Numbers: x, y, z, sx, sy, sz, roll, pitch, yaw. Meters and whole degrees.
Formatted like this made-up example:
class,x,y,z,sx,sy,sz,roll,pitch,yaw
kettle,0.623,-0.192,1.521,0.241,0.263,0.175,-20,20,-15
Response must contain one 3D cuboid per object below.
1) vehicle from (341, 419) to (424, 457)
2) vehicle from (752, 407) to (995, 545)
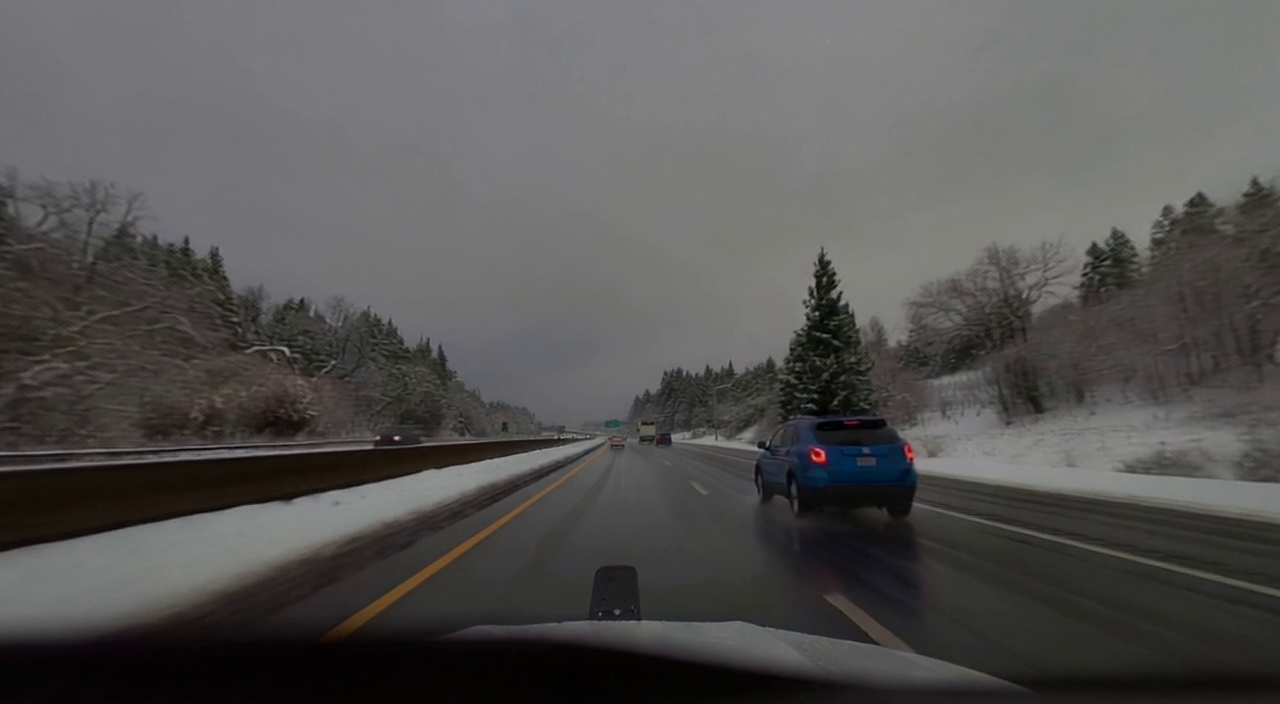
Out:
class,x,y,z,sx,sy,sz,roll,pitch,yaw
vehicle,-14.045,4.727,34.892,2.233,1.923,5.794,0,-7,-1
vehicle,3.274,1.814,10.040,2.085,1.681,4.436,0,-7,-1
